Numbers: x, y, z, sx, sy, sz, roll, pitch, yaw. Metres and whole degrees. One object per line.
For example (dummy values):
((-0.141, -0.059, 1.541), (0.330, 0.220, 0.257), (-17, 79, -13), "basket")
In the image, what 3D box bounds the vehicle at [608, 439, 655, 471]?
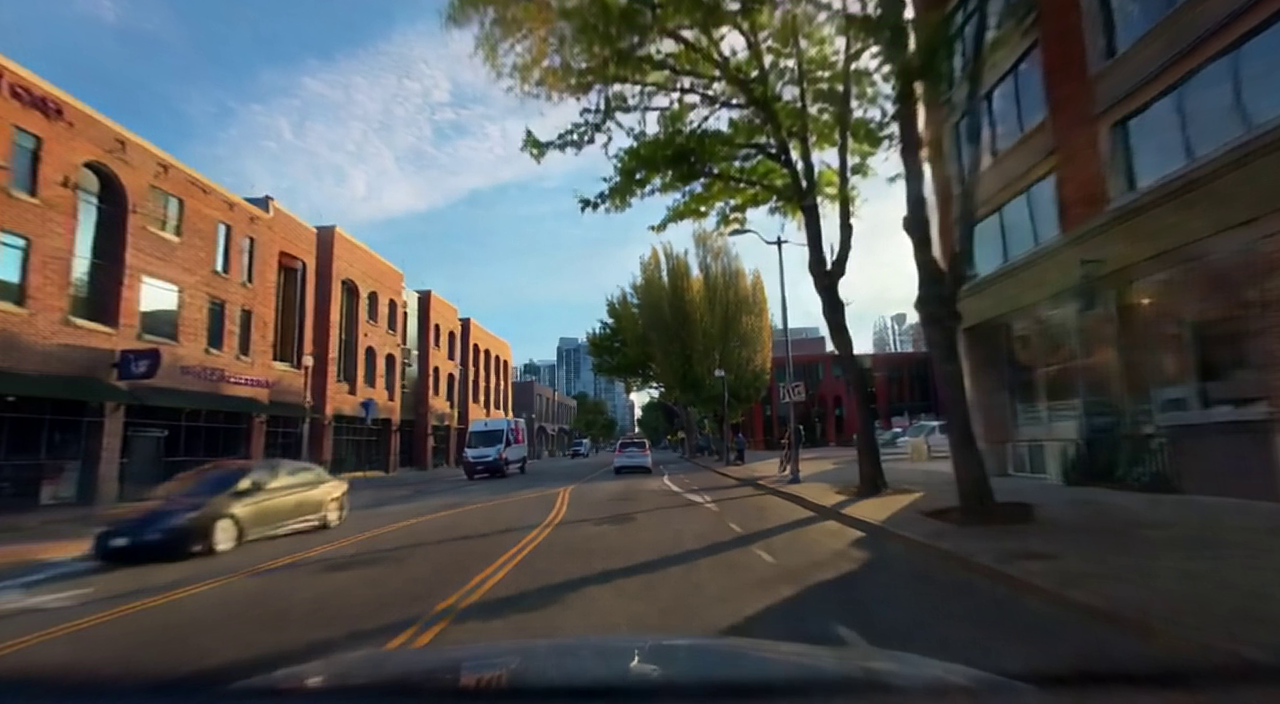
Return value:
((-0.369, 5.540, 34.092), (2.356, 1.572, 4.810), (0, -8, 1), "vehicle")

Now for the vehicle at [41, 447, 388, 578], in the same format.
((-5.837, 2.193, 9.570), (2.039, 1.484, 4.391), (-1, -8, 3), "vehicle")

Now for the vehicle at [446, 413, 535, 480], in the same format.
((-7.542, 4.905, 32.935), (2.754, 3.065, 7.103), (0, -8, 1), "vehicle")
